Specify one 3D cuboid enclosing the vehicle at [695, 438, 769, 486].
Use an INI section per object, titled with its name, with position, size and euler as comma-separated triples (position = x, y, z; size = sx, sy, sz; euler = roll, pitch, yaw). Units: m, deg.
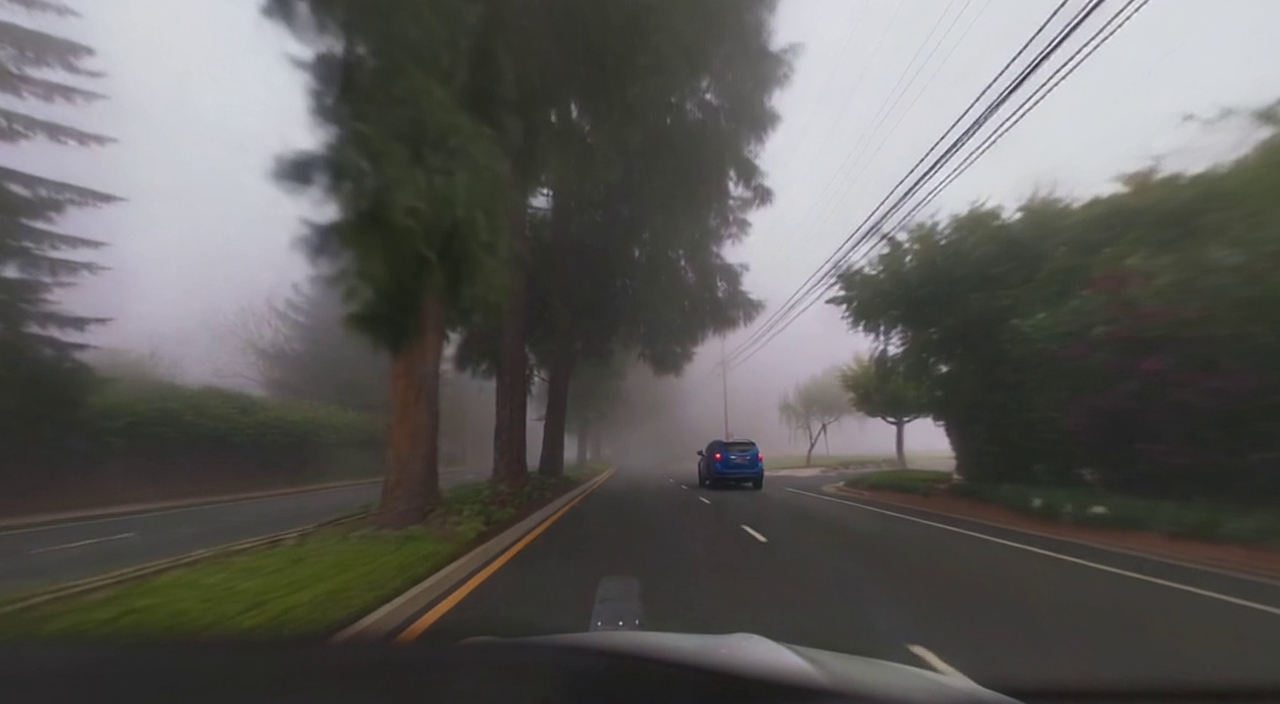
[vehicle]
position = 3.650, 4.459, 25.977
size = 2.193, 1.777, 4.772
euler = 0, -9, -1
